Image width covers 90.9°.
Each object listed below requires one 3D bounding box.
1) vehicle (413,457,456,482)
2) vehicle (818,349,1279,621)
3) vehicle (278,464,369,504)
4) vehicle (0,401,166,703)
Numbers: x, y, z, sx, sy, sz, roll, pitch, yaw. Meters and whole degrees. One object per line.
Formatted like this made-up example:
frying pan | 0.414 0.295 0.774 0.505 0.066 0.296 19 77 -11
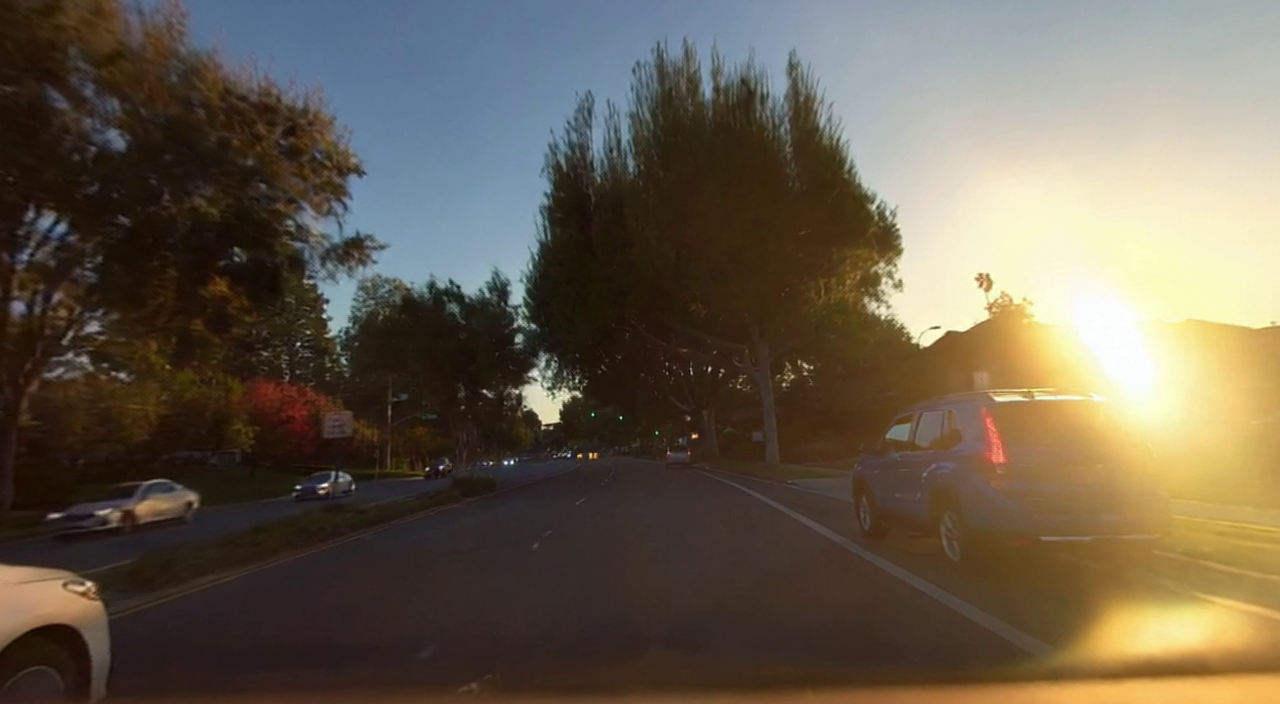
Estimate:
vehicle | -15.865 9.048 48.801 2.077 1.704 4.602 -1 -9 -4
vehicle | 4.101 1.447 7.753 2.338 2.063 5.592 -2 -9 2
vehicle | -14.559 6.066 29.357 1.967 1.512 4.901 -1 -9 -3
vehicle | -3.679 0.844 1.174 2.058 1.659 4.514 -1 -9 0
